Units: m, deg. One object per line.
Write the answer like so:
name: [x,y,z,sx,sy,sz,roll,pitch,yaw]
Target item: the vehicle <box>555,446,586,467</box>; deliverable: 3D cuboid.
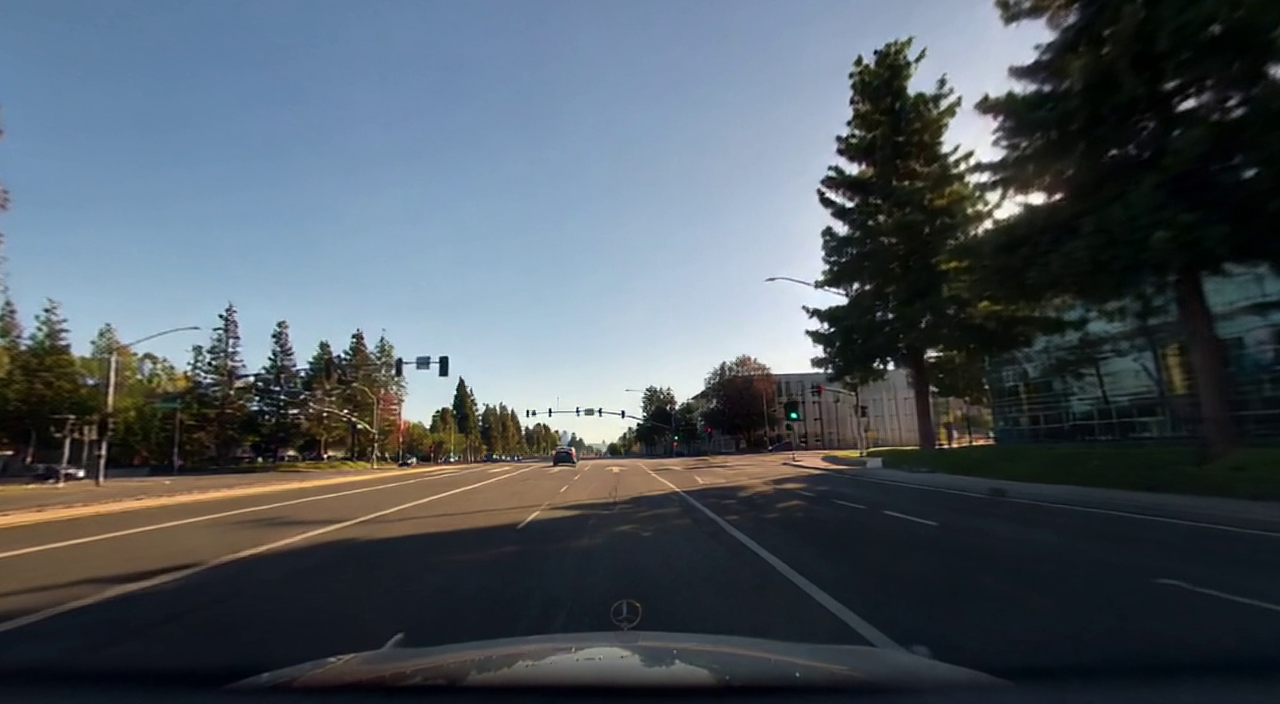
vehicle: [-5.277,7.961,48.341,2.073,1.445,4.151,0,-8,-2]
